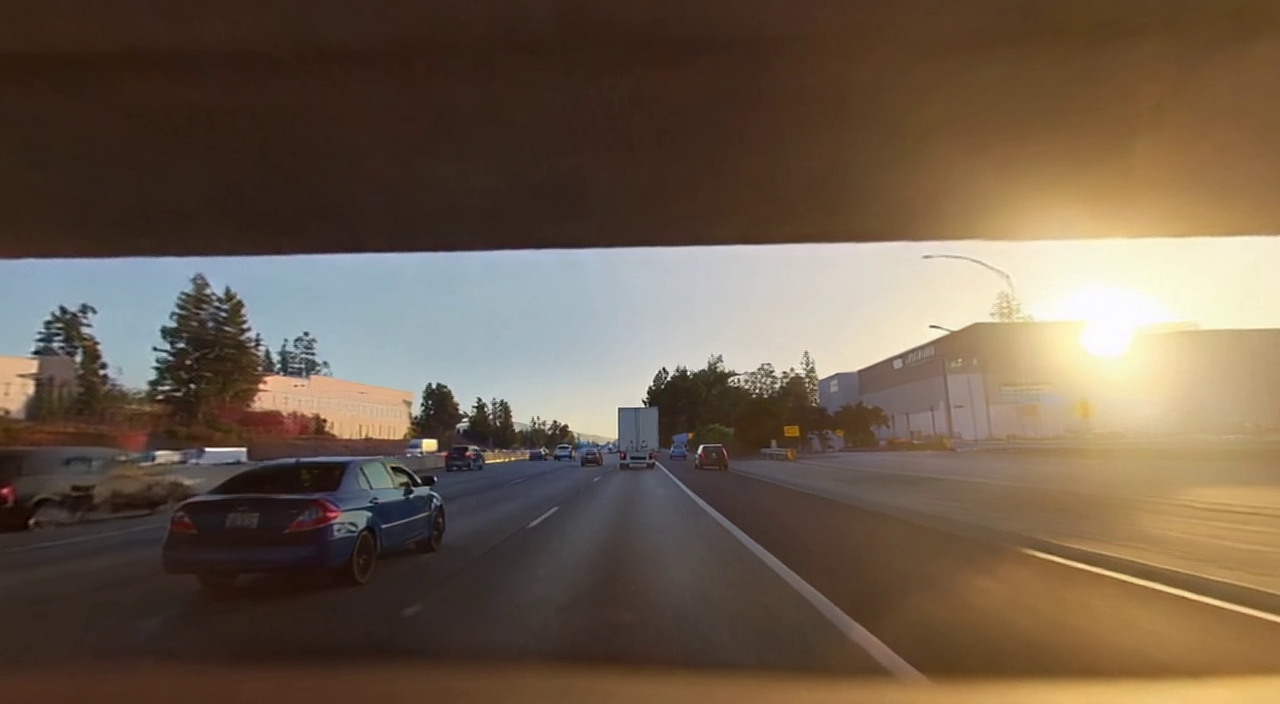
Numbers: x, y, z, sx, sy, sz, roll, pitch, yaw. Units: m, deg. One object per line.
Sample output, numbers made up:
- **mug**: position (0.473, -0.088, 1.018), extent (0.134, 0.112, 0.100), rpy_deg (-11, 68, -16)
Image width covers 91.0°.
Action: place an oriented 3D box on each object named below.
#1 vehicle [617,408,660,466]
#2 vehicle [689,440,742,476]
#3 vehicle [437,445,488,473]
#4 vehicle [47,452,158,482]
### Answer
- **vehicle**: position (0.069, 6.667, 48.749), extent (3.012, 3.928, 10.262), rpy_deg (0, -9, 2)
- **vehicle**: position (3.752, 5.366, 32.039), extent (2.107, 1.707, 4.445), rpy_deg (0, -9, 0)
- **vehicle**: position (-11.174, 6.753, 39.894), extent (1.966, 1.627, 4.258), rpy_deg (0, -9, 1)
- **vehicle**: position (-31.562, 6.744, 37.214), extent (2.157, 1.636, 4.866), rpy_deg (0, -9, 1)
